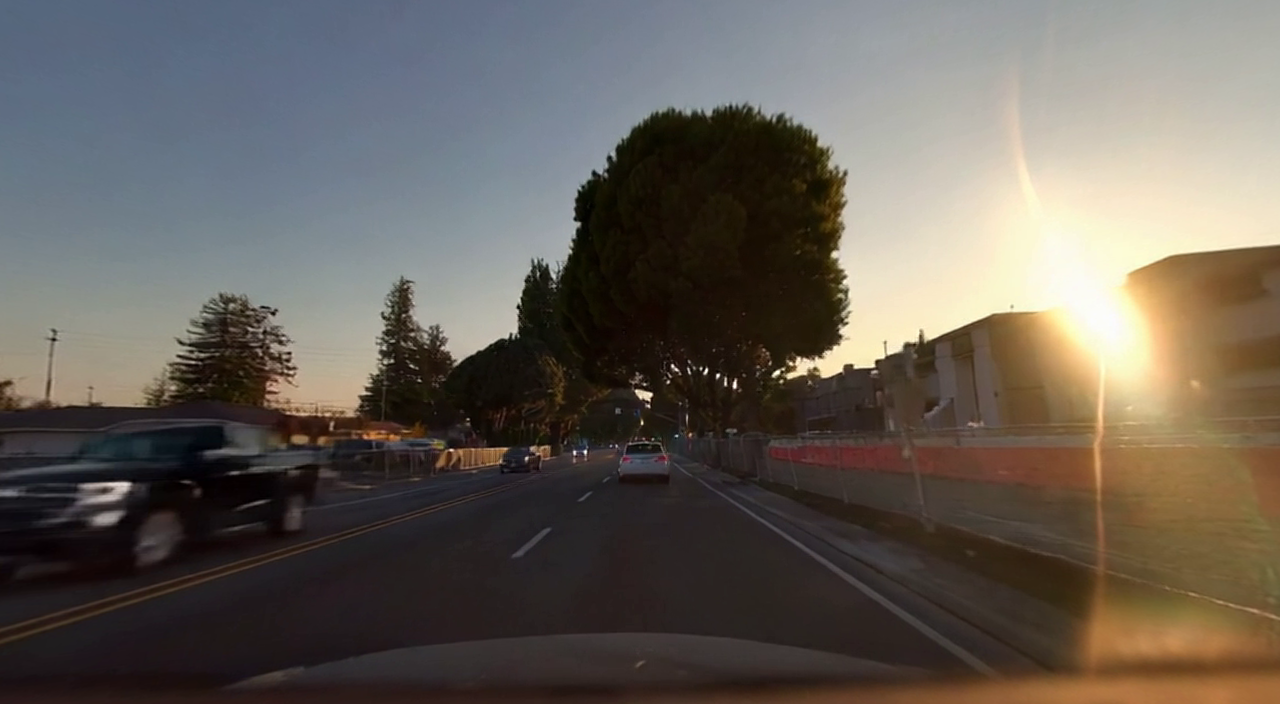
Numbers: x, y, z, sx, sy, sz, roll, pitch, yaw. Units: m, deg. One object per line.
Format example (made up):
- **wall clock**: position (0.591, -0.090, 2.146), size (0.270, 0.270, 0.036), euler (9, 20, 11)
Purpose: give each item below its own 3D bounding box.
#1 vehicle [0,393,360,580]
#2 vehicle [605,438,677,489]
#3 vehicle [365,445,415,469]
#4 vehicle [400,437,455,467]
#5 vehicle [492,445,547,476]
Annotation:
- **vehicle**: position (-6.972, 1.941, 9.957), size (2.340, 2.103, 5.526), euler (-1, -9, 2)
- **vehicle**: position (0.028, 3.633, 20.790), size (2.144, 1.514, 4.063), euler (0, -9, 0)
- **vehicle**: position (-19.263, 8.093, 48.513), size (2.050, 1.714, 4.619), euler (0, -9, -2)
- **vehicle**: position (-16.323, 7.720, 48.608), size (2.230, 2.164, 5.732), euler (0, -8, 0)
- **vehicle**: position (-6.363, 5.779, 33.635), size (1.985, 1.505, 4.143), euler (-1, -9, 2)
